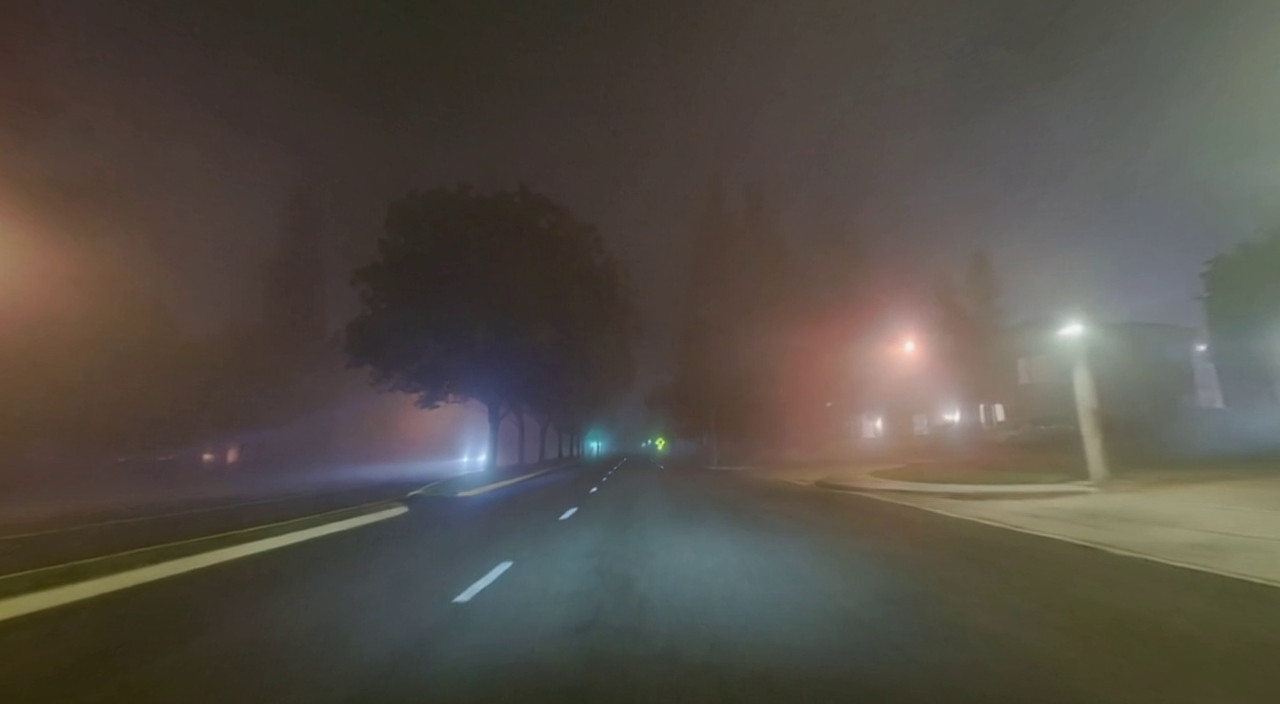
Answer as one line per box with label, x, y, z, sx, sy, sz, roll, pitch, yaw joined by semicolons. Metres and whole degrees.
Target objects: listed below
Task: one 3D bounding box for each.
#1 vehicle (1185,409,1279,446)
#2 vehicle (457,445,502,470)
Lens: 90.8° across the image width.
vehicle;24.982;3.134;25.971;1.753;1.379;3.764;-2;-9;1
vehicle;-11.685;7.649;46.274;2.070;1.669;4.576;-1;-8;1
